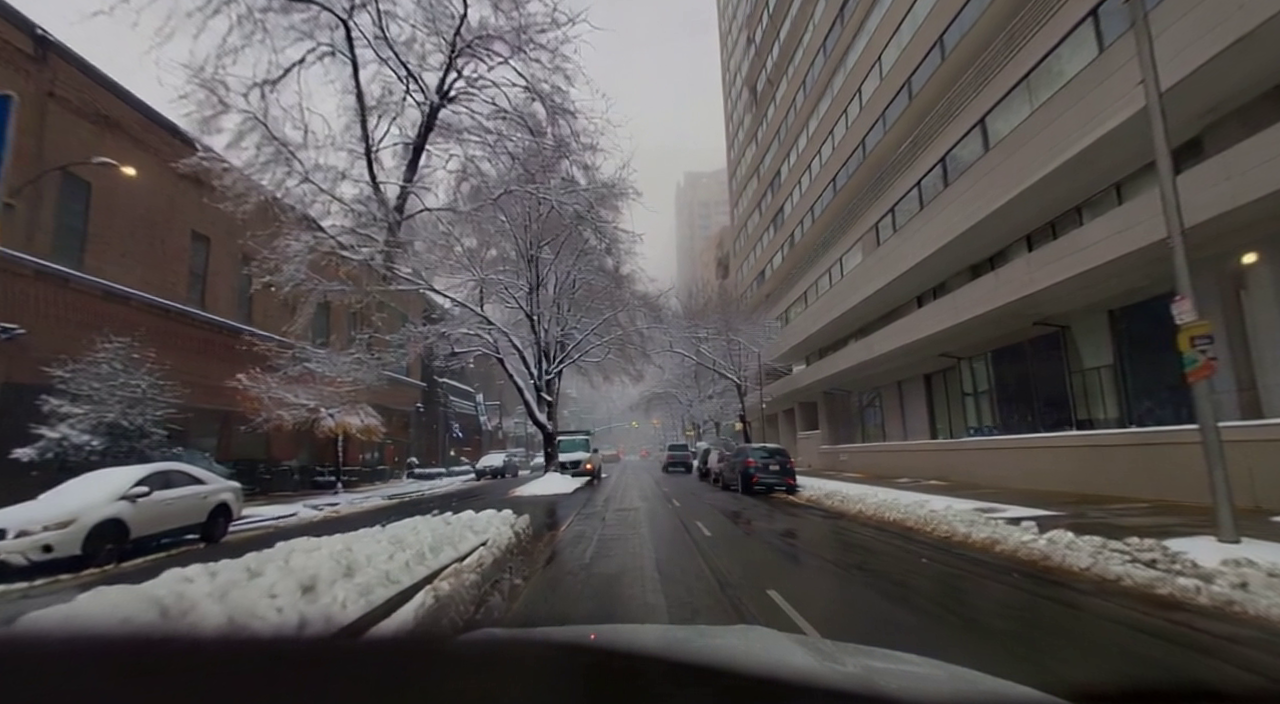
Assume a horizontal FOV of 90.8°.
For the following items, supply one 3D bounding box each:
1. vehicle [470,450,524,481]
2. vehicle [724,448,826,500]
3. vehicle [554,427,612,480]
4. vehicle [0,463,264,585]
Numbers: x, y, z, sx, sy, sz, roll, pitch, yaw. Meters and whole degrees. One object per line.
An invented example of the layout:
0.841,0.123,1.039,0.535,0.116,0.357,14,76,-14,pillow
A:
-8.887,7.086,39.650,2.256,1.802,4.333,0,-8,2,vehicle
4.620,3.999,21.187,1.858,1.491,4.329,-6,-10,33,vehicle
-2.974,5.502,34.492,2.317,2.596,6.053,0,-8,2,vehicle
-8.711,2.711,10.761,2.007,1.503,4.343,0,-8,-1,vehicle
